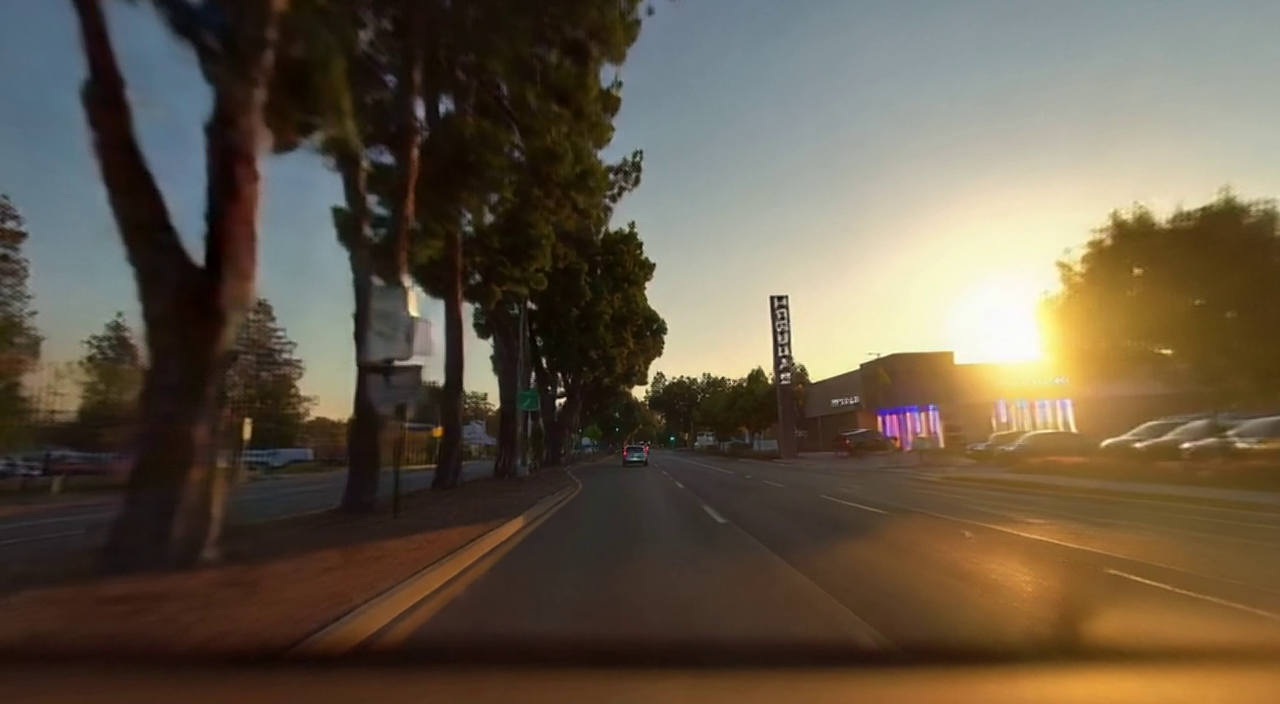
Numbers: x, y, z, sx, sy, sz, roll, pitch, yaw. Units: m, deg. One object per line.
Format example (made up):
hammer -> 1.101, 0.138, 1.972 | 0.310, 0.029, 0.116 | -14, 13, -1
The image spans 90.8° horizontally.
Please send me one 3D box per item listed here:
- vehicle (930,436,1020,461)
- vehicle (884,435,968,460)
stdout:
vehicle -> 20.656, 5.978, 39.060 | 4.396, 1.450, 1.956 | -1, -8, 4
vehicle -> 19.834, 6.652, 43.991 | 4.758, 1.677, 2.154 | 0, -8, 1
